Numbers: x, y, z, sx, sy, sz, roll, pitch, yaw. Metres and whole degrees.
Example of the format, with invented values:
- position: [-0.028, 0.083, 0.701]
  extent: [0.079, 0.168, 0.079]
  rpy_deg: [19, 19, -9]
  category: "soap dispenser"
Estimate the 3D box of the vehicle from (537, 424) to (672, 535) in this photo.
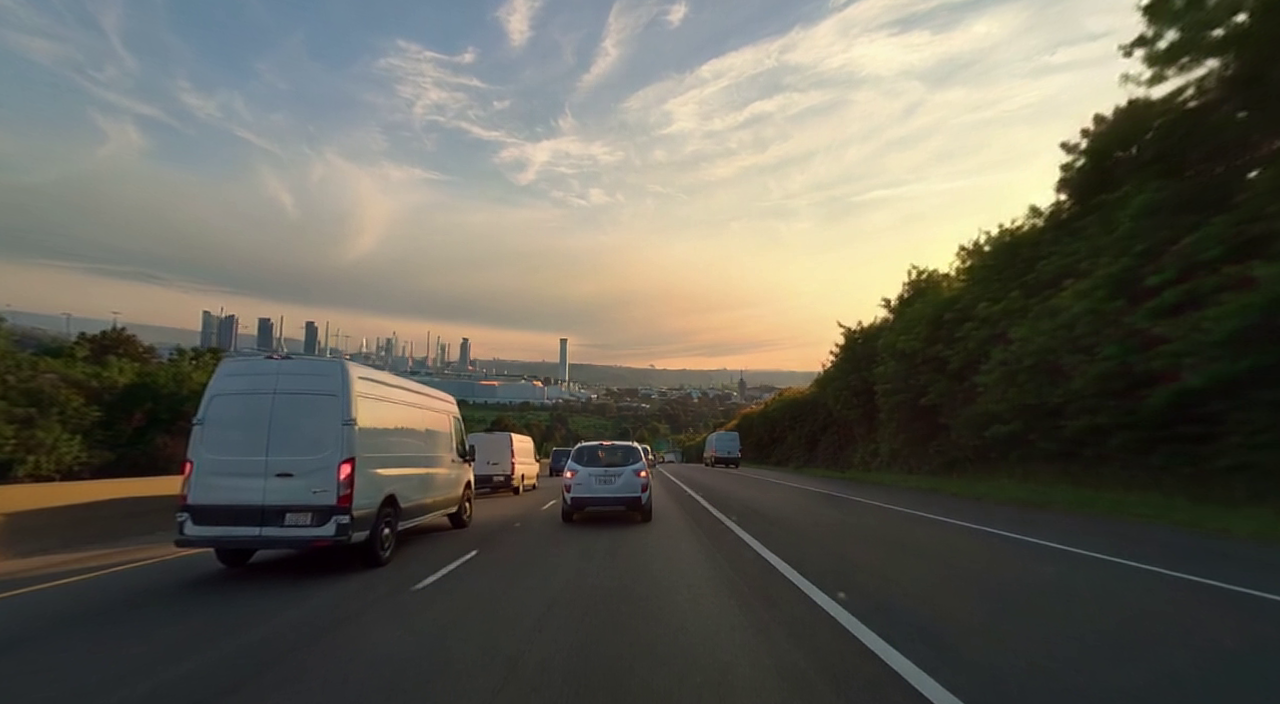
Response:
- position: [-0.561, 2.278, 11.750]
  extent: [2.093, 1.695, 3.782]
  rpy_deg: [0, -9, 0]
  category: "vehicle"

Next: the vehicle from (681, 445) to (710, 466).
- position: [4.185, 7.914, 48.132]
  extent: [1.874, 1.512, 3.723]
  rpy_deg: [0, -9, -1]
  category: "vehicle"

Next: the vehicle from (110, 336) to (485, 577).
- position: [-4.579, 1.649, 10.372]
  extent: [2.248, 2.626, 6.837]
  rpy_deg: [0, -9, 0]
  category: "vehicle"

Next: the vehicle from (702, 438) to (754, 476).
- position: [4.346, 5.277, 31.754]
  extent: [2.003, 1.754, 4.134]
  rpy_deg: [0, -9, 0]
  category: "vehicle"
